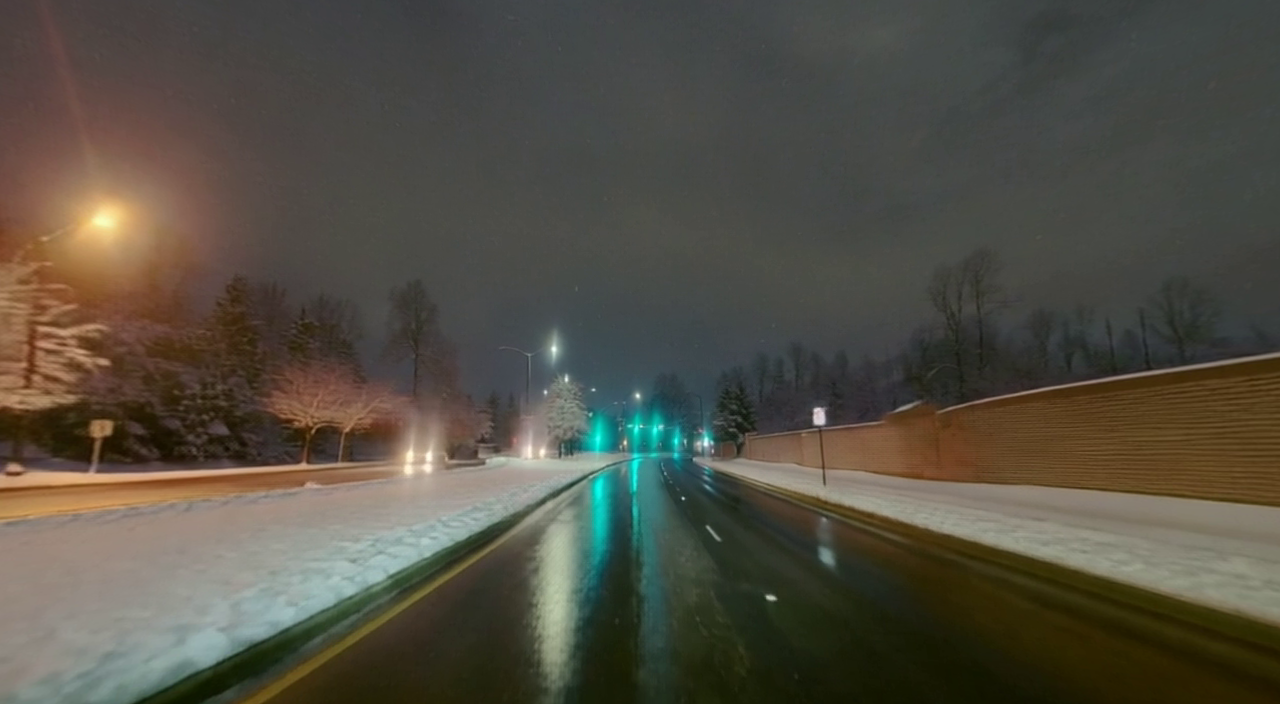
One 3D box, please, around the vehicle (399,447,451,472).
[{"bbox_3d":[-14.866,7.434,43.835,1.995,1.630,4.533,0,-9,0],"label":"vehicle"}]
